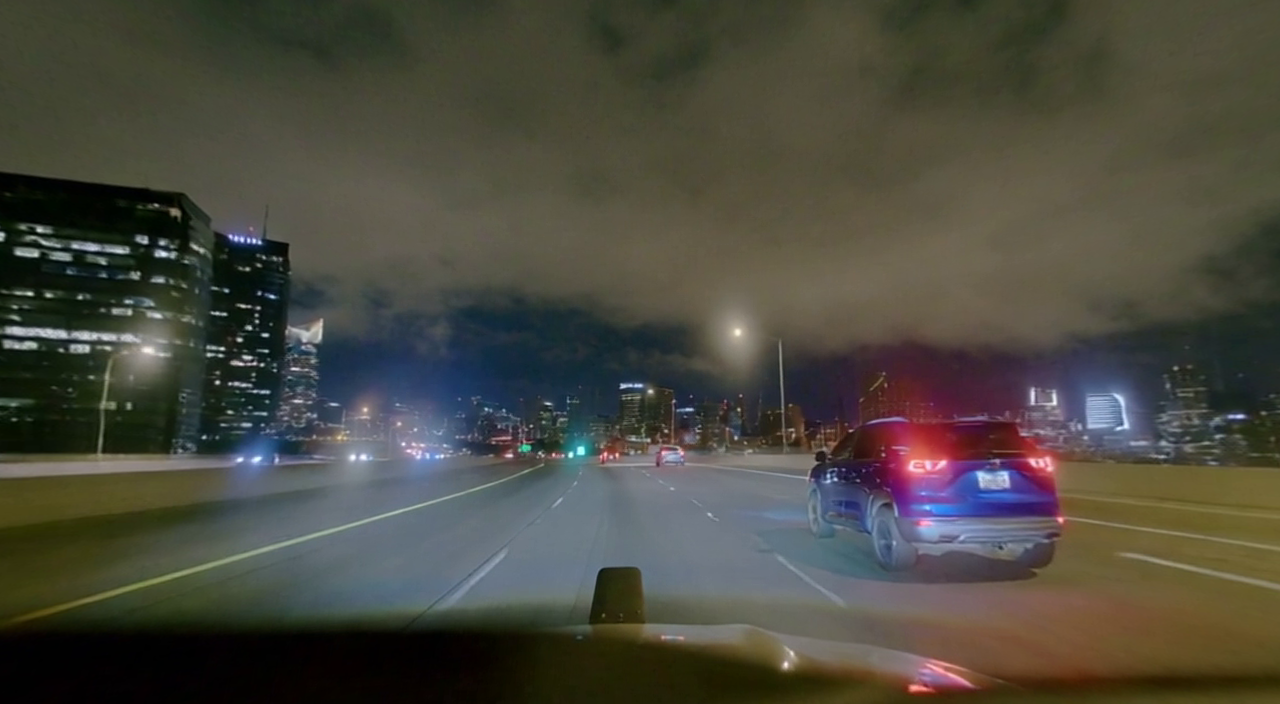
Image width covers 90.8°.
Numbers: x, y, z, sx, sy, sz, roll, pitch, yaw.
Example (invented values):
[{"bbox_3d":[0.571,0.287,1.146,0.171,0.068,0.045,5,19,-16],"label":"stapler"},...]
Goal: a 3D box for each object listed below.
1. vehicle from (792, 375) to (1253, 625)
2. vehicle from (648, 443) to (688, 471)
[{"bbox_3d":[3.375,1.410,6.938,2.182,1.826,4.392,0,-9,-2],"label":"vehicle"},{"bbox_3d":[1.818,7.112,43.044,2.110,1.780,4.682,1,-9,-5],"label":"vehicle"}]
